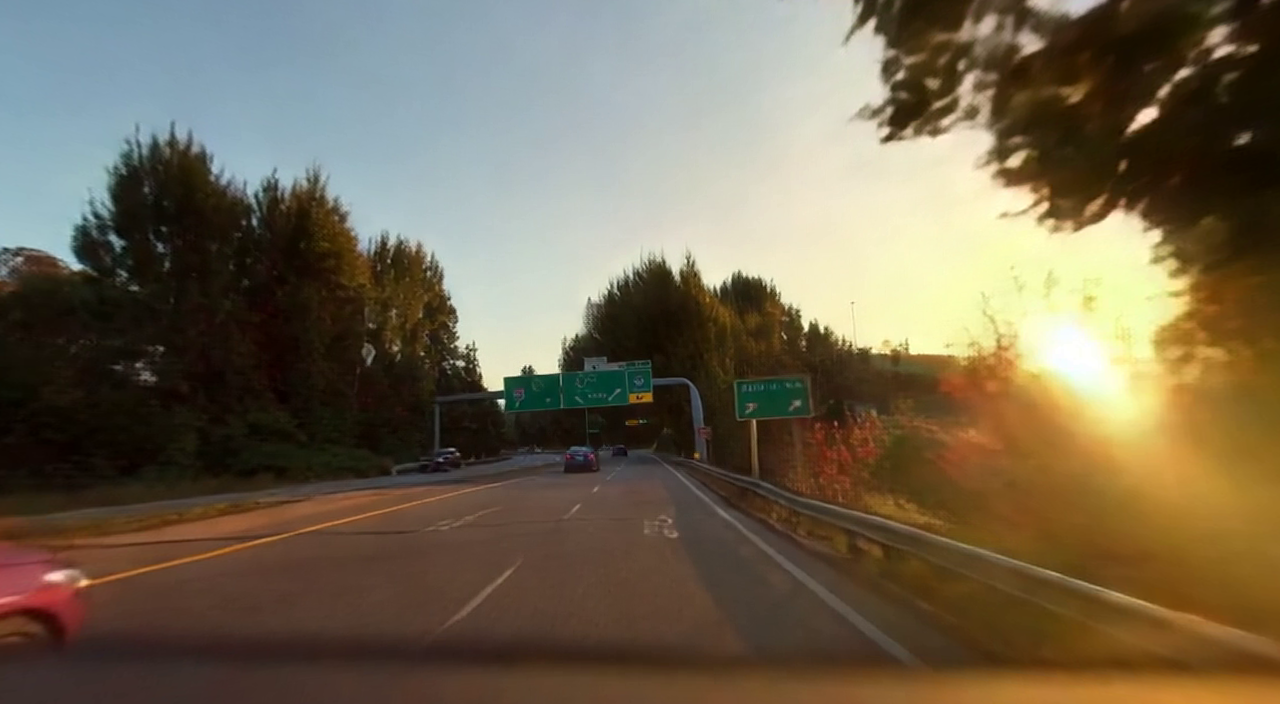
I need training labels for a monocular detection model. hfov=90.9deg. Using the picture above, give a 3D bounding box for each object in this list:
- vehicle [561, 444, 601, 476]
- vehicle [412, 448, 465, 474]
[{"bbox_3d":[-3.051,5.661,33.193,1.675,1.537,3.574,-1,-9,1],"label":"vehicle"},{"bbox_3d":[-12.754,6.903,40.105,1.937,1.523,4.070,-1,-9,1],"label":"vehicle"}]
